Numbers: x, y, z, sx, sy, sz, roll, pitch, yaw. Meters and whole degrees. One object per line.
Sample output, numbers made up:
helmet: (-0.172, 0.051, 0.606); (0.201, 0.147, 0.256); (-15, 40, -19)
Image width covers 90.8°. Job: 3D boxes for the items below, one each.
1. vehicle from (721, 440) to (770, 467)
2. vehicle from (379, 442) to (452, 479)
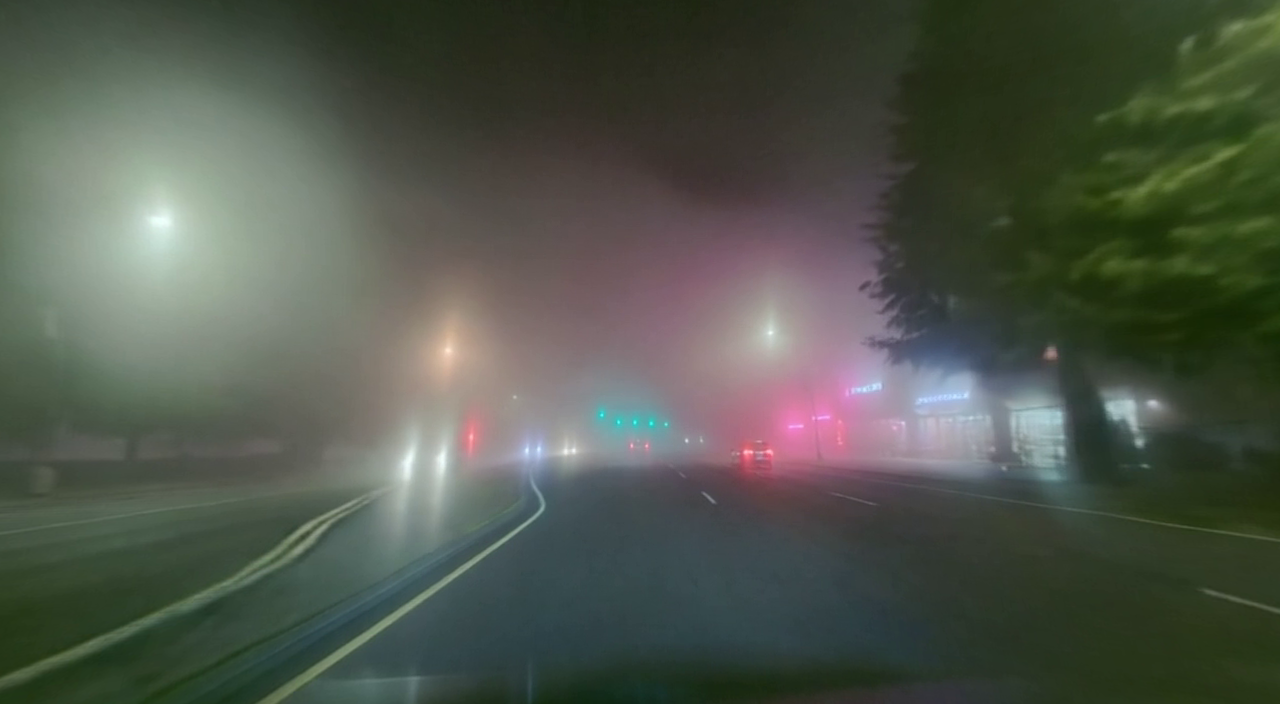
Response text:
vehicle: (6.238, 6.038, 37.866); (2.024, 1.475, 4.600); (0, -8, -2)
vehicle: (-9.817, 4.739, 27.956); (1.676, 1.469, 4.362); (0, -8, -1)
